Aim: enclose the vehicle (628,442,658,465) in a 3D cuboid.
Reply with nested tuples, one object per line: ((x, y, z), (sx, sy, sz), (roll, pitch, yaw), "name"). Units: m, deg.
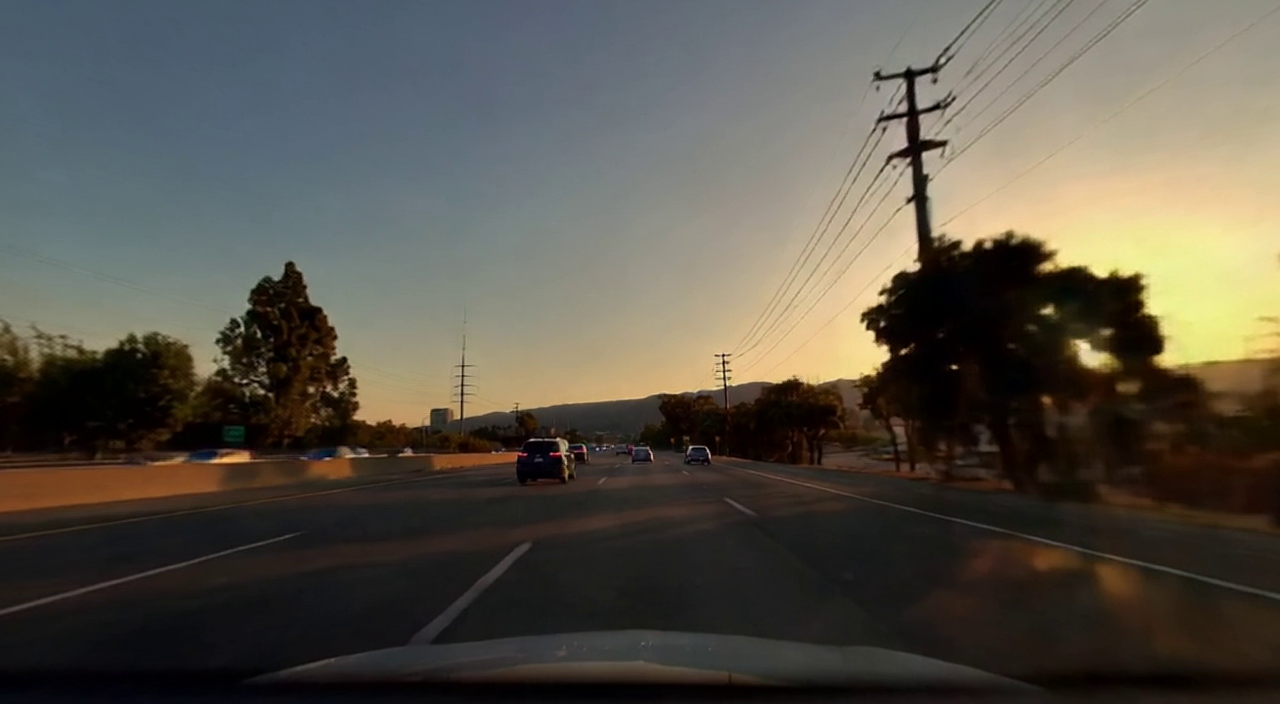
((0.247, 7.721, 47.941), (2.156, 1.647, 3.987), (0, -8, 0), "vehicle")

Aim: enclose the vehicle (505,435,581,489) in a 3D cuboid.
((-3.290, 3.810, 22.198), (1.961, 1.704, 4.052), (0, -8, 1), "vehicle")

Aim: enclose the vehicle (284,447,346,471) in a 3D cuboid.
((-21.907, 7.193, 42.724), (1.829, 1.515, 4.325), (0, -8, 0), "vehicle")

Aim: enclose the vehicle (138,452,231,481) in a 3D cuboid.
((-25.422, 6.376, 35.433), (1.903, 1.461, 4.454), (0, -8, 0), "vehicle")

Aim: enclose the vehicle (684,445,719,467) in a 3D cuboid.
((4.254, 7.283, 44.380), (1.964, 1.479, 4.252), (0, -8, -1), "vehicle")
